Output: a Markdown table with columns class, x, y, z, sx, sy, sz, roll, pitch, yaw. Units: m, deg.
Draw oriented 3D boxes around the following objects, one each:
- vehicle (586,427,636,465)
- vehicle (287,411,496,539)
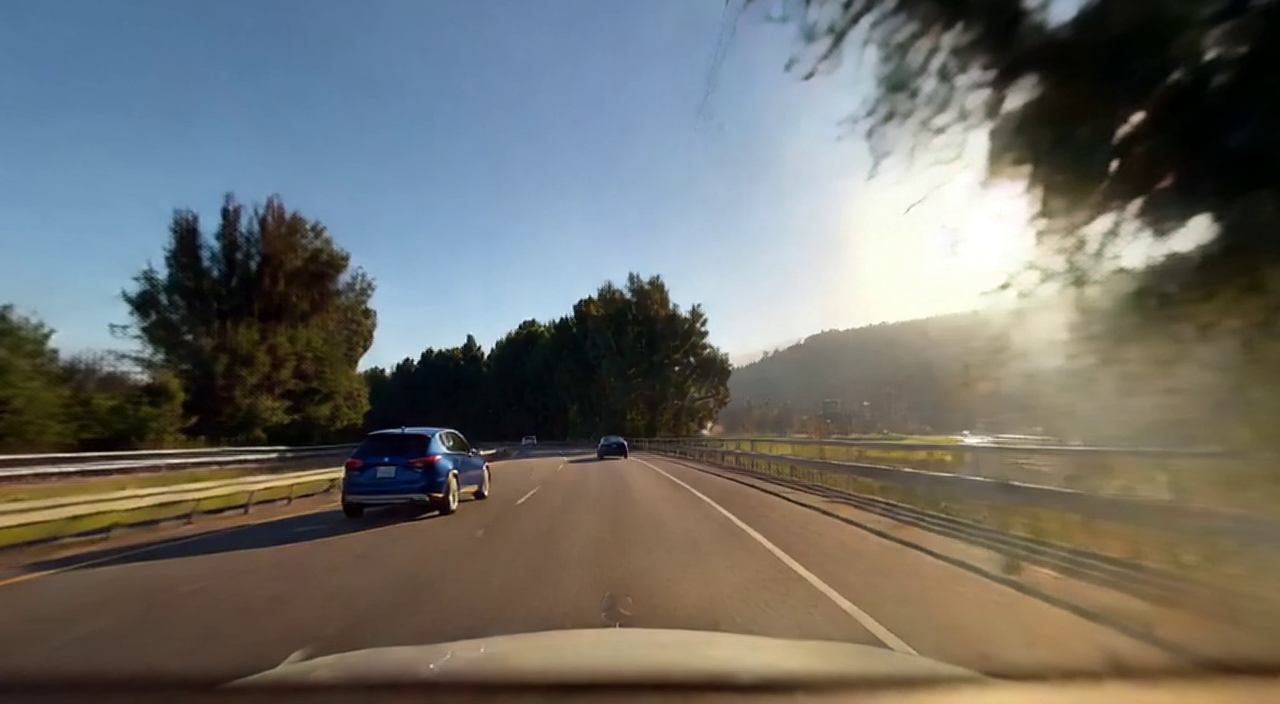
| class | x | y | z | sx | sy | sz | roll | pitch | yaw |
| --- | --- | --- | --- | --- | --- | --- | --- | --- | --- |
| vehicle | -1.631 | 4.975 | 33.486 | 2.452 | 1.857 | 4.022 | 0 | -7 | -5 |
| vehicle | -4.203 | 2.110 | 11.697 | 2.053 | 1.847 | 4.760 | 0 | -7 | -2 |
